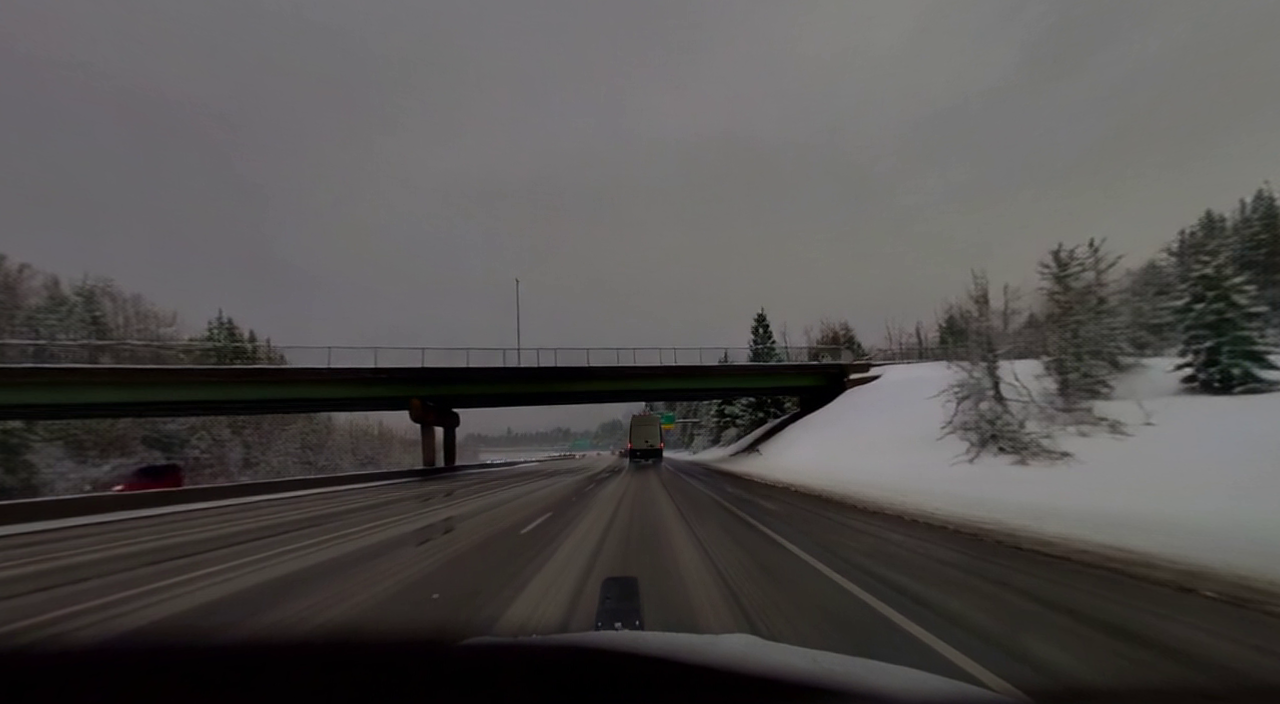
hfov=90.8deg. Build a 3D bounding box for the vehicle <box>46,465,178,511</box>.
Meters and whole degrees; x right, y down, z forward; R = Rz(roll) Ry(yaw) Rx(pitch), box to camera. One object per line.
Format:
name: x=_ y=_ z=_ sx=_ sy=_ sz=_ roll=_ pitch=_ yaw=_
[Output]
vehicle: x=-24.185 y=6.208 z=29.201 sx=1.923 sy=1.822 sz=4.735 roll=-1 pitch=-9 yaw=1
